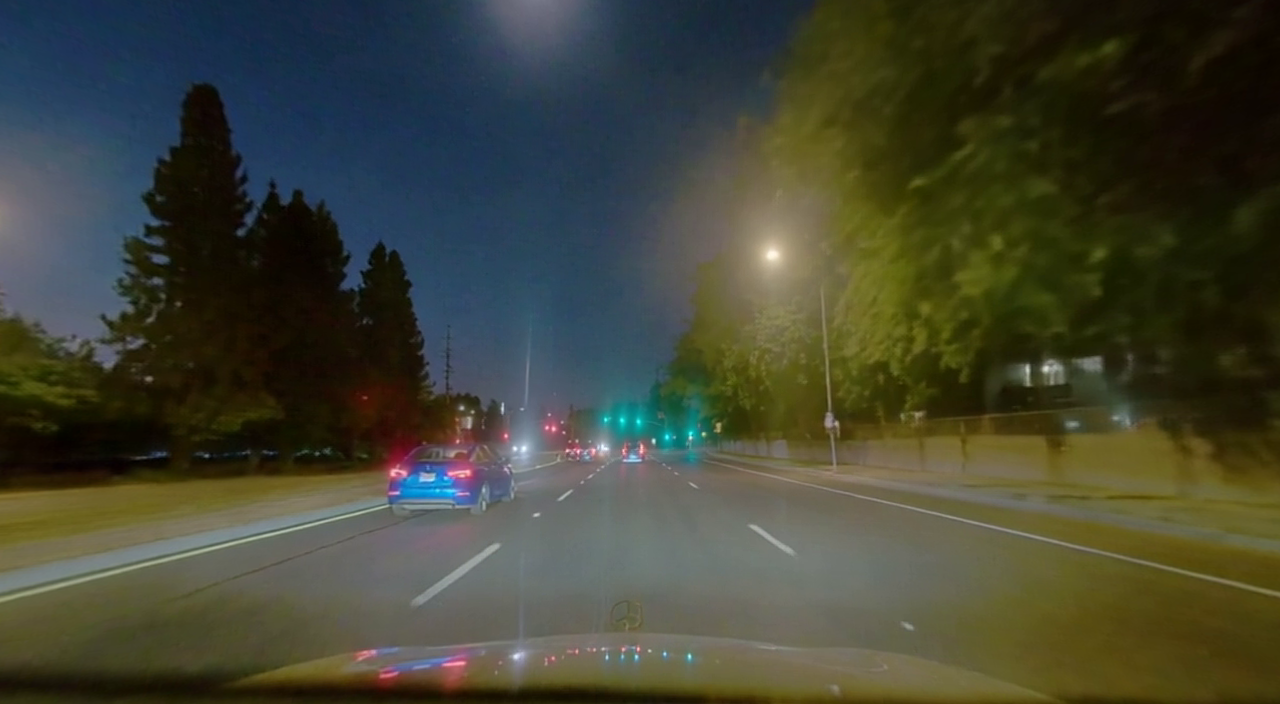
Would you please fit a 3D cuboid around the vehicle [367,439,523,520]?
[{"bbox_3d":[-3.855,2.573,13.397,1.905,1.418,4.396,0,-8,0],"label":"vehicle"}]

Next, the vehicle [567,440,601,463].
[{"bbox_3d":[-4.094,7.322,46.799,2.103,1.592,4.160,0,-8,0],"label":"vehicle"}]

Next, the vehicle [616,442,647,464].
[{"bbox_3d":[-0.572,6.767,42.498,1.991,1.431,4.199,0,-8,-1],"label":"vehicle"}]
